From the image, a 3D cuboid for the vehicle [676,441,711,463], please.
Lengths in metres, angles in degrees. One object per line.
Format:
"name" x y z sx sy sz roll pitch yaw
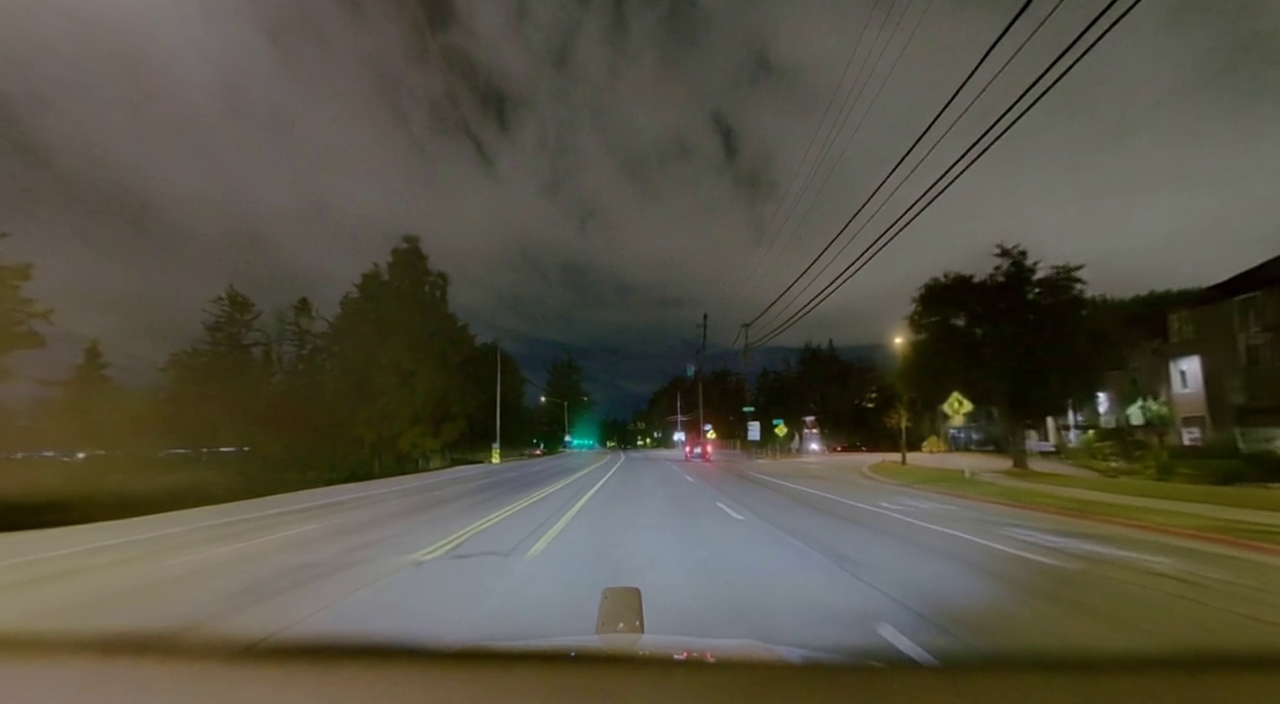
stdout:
"vehicle" 3.662 6.937 43.957 2.015 1.467 4.117 0 -8 0
